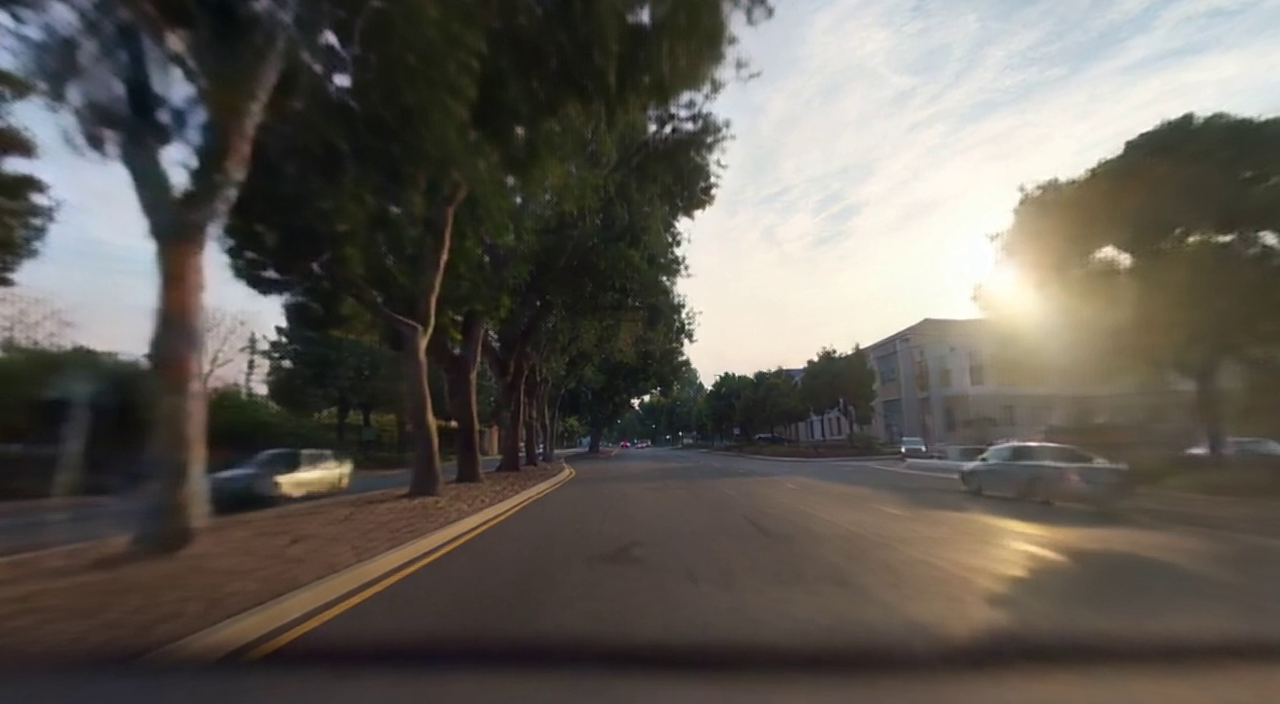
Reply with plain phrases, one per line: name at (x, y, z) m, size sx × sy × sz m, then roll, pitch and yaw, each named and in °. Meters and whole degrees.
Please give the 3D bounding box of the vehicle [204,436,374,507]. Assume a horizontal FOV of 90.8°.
vehicle at (-10.119, 3.463, 18.843) m, size 2.108 × 1.794 × 4.995 m, roll 0°, pitch -8°, yaw 1°

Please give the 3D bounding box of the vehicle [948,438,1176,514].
vehicle at (9.558, 2.818, 14.928) m, size 1.898 × 1.477 × 4.695 m, roll 0°, pitch -9°, yaw -4°

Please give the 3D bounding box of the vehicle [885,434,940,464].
vehicle at (17.059, 6.111, 39.663) m, size 2.630 × 1.808 × 1.657 m, roll -1°, pitch -8°, yaw 3°

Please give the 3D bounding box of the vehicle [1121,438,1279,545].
vehicle at (9.736, 1.963, 9.036) m, size 1.930 × 1.453 × 4.665 m, roll 0°, pitch -9°, yaw -1°
